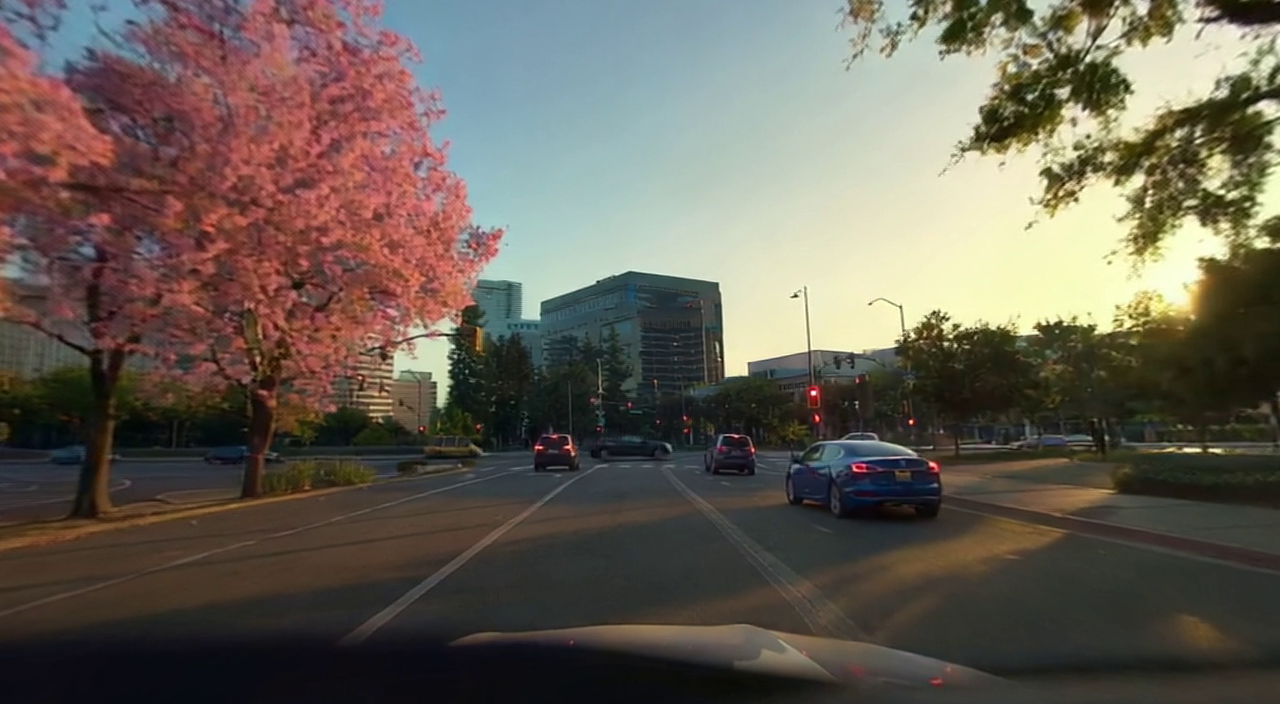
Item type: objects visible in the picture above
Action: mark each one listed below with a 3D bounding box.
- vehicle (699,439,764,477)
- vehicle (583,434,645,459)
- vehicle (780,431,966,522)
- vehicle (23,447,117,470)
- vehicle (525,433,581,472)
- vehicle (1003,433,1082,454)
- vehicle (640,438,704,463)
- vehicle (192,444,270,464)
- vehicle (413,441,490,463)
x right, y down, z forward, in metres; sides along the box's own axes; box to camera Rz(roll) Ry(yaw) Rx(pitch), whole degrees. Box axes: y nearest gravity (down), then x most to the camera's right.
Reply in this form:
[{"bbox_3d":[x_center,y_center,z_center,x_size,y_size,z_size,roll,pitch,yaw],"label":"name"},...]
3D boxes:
[{"bbox_3d":[3.820,4.514,27.149,2.007,1.466,4.291,0,-8,-2],"label":"vehicle"},{"bbox_3d":[-1.943,7.169,47.998,4.567,1.810,1.880,0,-8,-1],"label":"vehicle"},{"bbox_3d":[4.406,2.417,12.832,2.019,1.518,4.285,0,-8,-2],"label":"vehicle"},{"bbox_3d":[-39.425,7.360,43.772,4.526,1.452,1.920,0,-8,-2],"label":"vehicle"},{"bbox_3d":[-3.963,4.683,29.601,1.995,1.703,4.367,0,-8,0],"label":"vehicle"},{"bbox_3d":[31.178,7.113,49.025,4.845,1.540,1.937,0,-8,-1],"label":"vehicle"},{"bbox_3d":[2.083,6.552,42.212,4.089,1.588,1.808,0,-8,-2],"label":"vehicle"},{"bbox_3d":[-30.596,7.665,47.352,4.549,1.439,1.794,0,-8,-1],"label":"vehicle"},{"bbox_3d":[-13.205,7.013,44.444,4.829,1.470,1.874,0,-8,-1],"label":"vehicle"}]
